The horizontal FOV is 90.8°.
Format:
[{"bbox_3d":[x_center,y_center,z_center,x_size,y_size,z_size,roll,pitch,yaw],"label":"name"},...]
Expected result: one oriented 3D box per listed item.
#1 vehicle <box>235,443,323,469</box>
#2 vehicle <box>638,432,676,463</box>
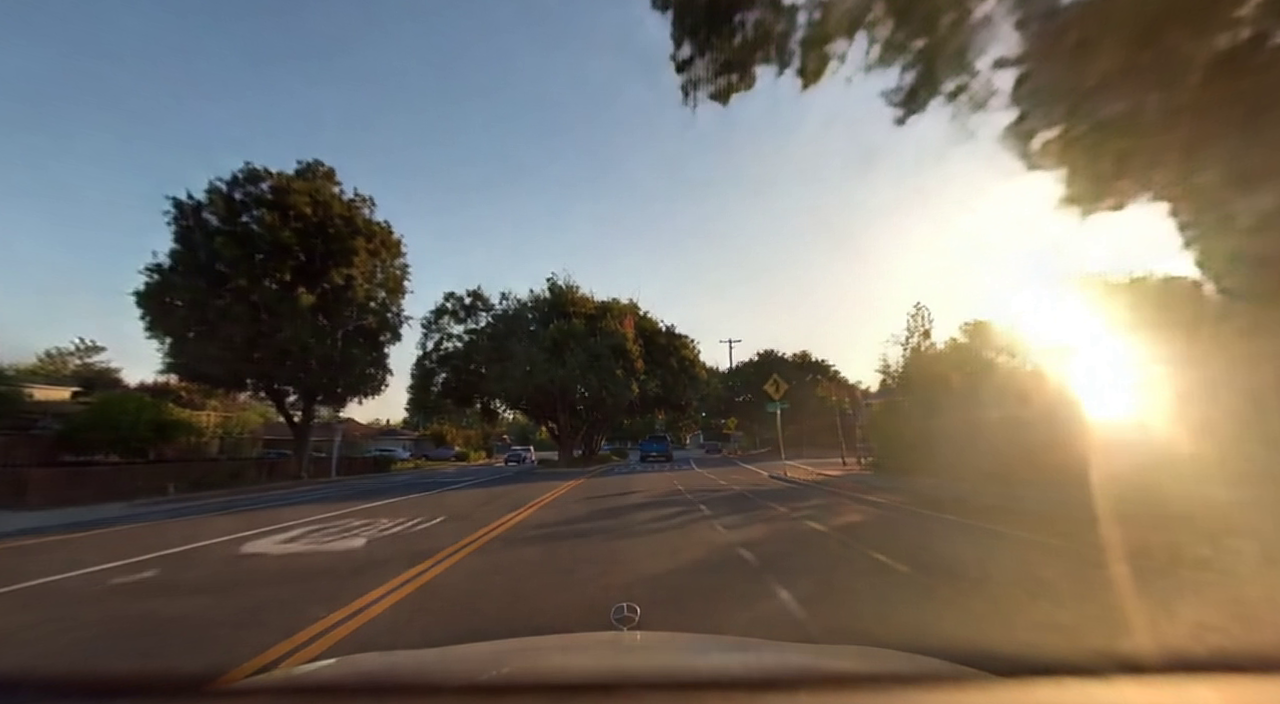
[{"bbox_3d":[-25.774,7.447,45.271,4.975,1.732,2.165,2,-9,-13],"label":"vehicle"},{"bbox_3d":[1.200,6.324,41.964,2.153,1.942,4.767,-1,-8,6],"label":"vehicle"}]
